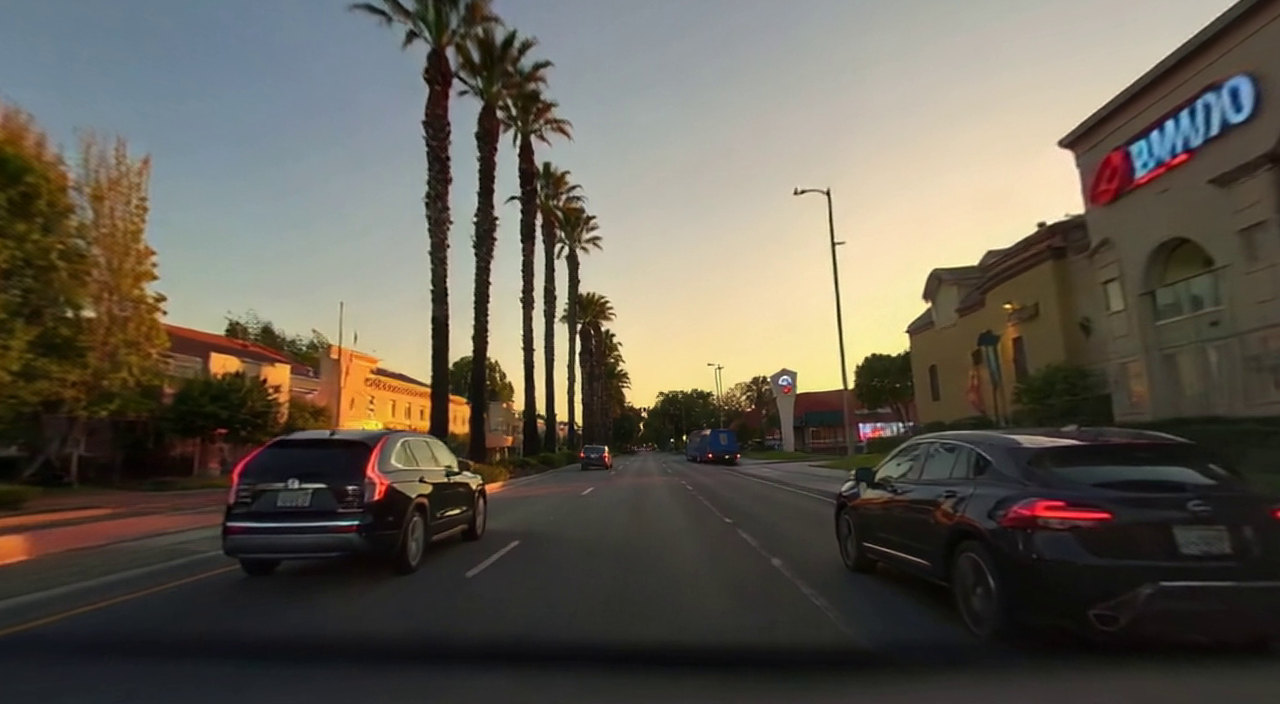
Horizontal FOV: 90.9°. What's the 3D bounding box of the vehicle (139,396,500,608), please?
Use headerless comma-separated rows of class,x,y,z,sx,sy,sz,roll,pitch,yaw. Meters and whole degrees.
vehicle,-3.256,1.618,7.701,2.058,1.804,4.391,0,-8,0

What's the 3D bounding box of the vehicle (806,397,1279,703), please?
vehicle,2.885,1.277,5.055,1.946,1.513,4.133,0,-8,0

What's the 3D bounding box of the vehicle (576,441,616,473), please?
vehicle,-2.535,6.188,37.504,1.998,1.743,4.402,-1,-8,1
